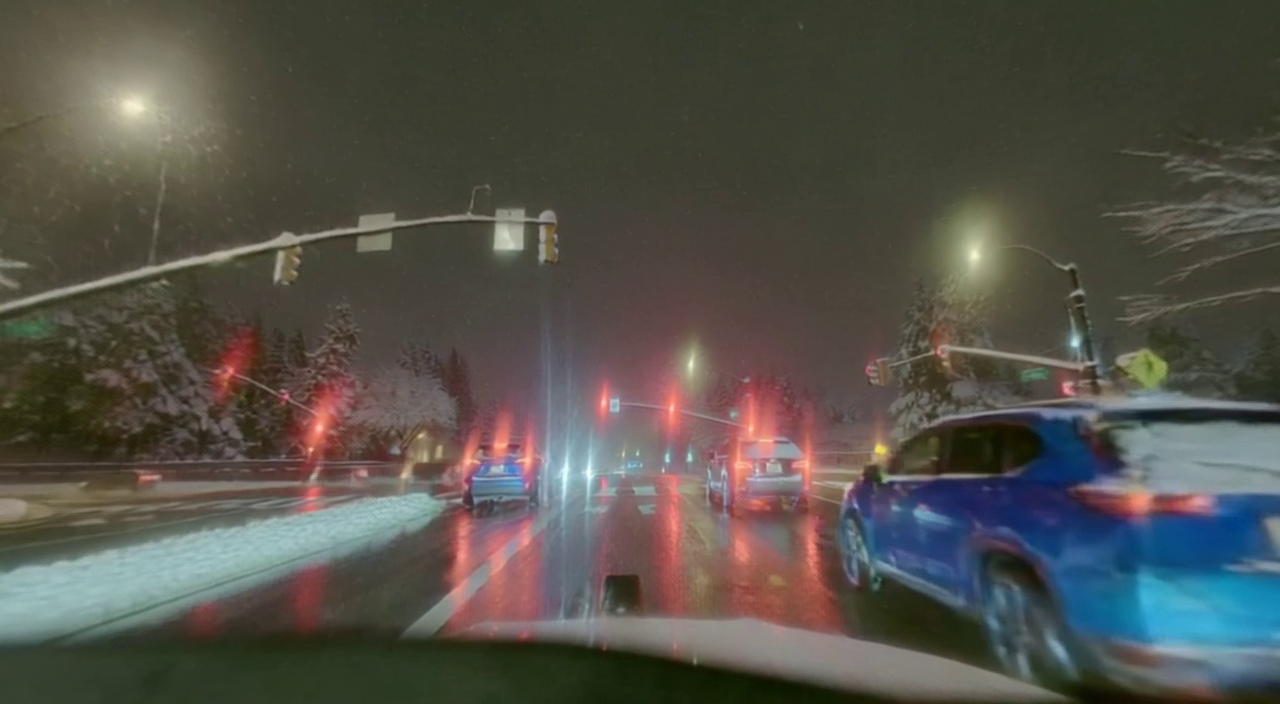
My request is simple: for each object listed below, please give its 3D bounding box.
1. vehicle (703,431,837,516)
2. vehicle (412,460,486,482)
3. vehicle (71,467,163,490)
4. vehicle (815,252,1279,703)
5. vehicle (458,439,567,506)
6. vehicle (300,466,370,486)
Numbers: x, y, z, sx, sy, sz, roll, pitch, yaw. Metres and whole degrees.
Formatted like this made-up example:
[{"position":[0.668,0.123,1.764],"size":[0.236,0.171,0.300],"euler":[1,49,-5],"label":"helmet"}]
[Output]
[{"position":[2.816,2.773,14.913],"size":[2.099,1.671,4.491],"euler":[0,-9,-1],"label":"vehicle"},{"position":[-13.973,8.708,46.307],"size":[4.825,1.483,1.817],"euler":[0,-9,-2],"label":"vehicle"},{"position":[-37.373,9.054,45.196],"size":[4.817,1.482,1.829],"euler":[0,-9,-2],"label":"vehicle"},{"position":[2.923,0.895,3.840],"size":[2.247,1.738,4.818],"euler":[0,-9,-1],"label":"vehicle"},{"position":[-3.125,3.041,16.336],"size":[1.969,1.513,3.773],"euler":[0,-9,1],"label":"vehicle"},{"position":[-23.550,9.565,48.844],"size":[4.461,1.469,1.788],"euler":[0,-9,-2],"label":"vehicle"}]
